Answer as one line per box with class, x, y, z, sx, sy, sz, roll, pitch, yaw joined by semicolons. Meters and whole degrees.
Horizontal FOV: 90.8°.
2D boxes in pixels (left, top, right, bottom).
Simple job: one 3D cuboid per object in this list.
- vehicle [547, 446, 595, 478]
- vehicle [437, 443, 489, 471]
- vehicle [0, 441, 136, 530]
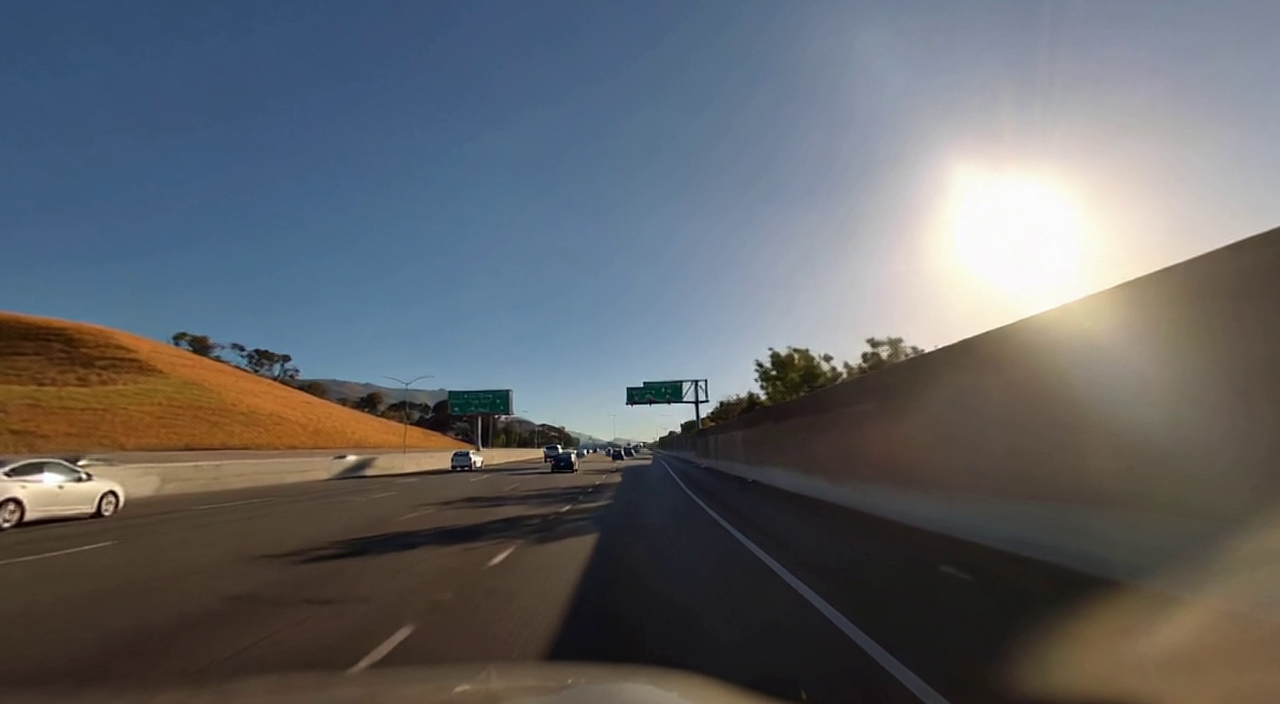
vehicle;-3.455;5.616;32.357;1.931;1.492;4.076;-1;-9;1
vehicle;-12.002;7.197;43.260;2.076;1.766;4.831;-1;-9;1
vehicle;-12.889;2.599;12.451;2.035;1.630;4.527;-1;-9;1
